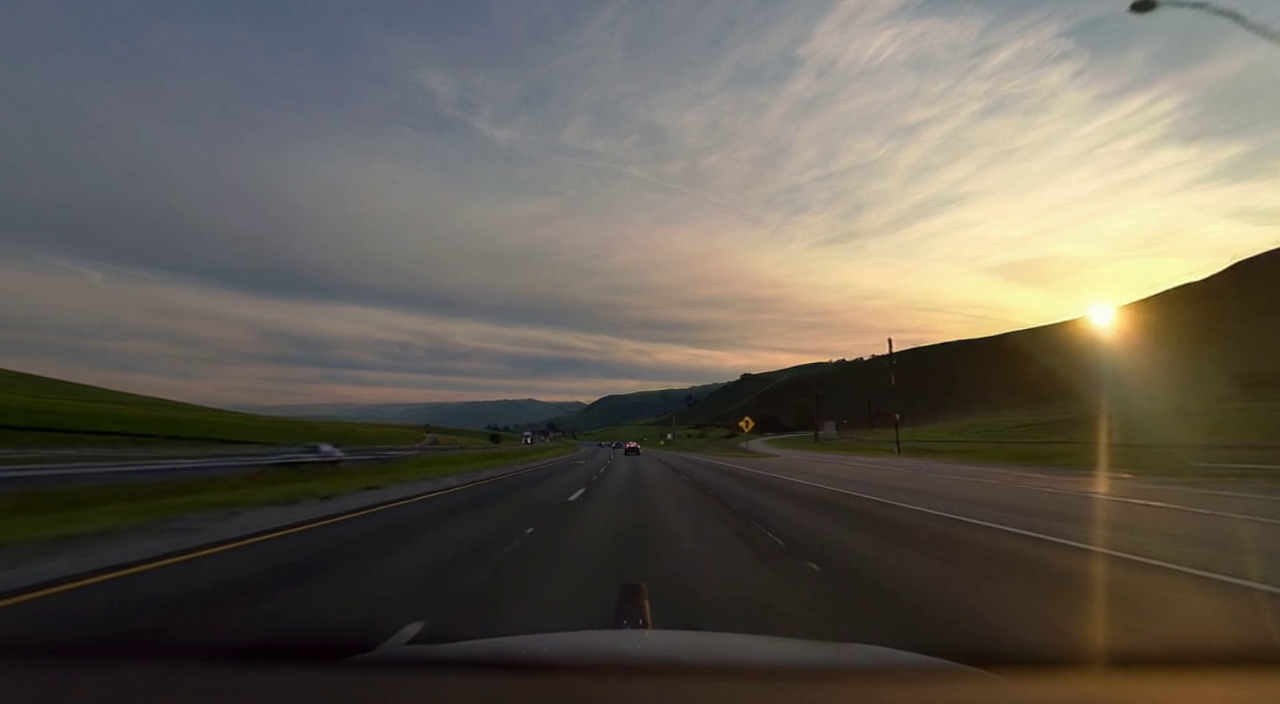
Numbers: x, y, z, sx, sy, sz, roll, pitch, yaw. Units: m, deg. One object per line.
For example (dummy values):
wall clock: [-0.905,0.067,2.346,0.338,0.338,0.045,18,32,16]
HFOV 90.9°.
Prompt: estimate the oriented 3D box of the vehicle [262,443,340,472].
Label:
vehicle: [-19.120,5.952,35.836,1.912,1.533,4.713,0,-8,-2]
